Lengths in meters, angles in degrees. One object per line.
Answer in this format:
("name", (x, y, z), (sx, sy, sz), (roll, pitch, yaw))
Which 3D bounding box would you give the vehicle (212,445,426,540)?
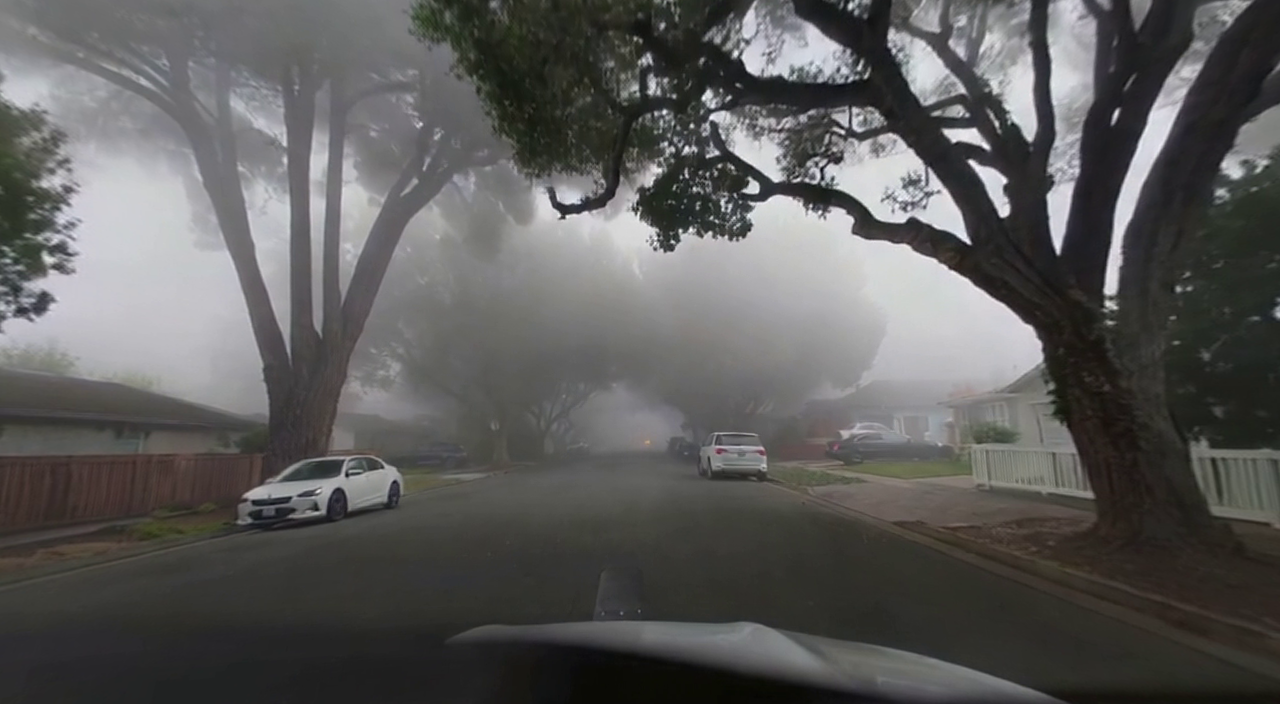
("vehicle", (-6.268, 2.732, 13.032), (2.099, 1.399, 4.357), (-4, -7, 1))

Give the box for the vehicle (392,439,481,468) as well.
("vehicle", (-12.847, 6.411, 40.045), (4.928, 1.797, 1.981), (0, -8, 2))

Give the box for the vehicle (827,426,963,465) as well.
("vehicle", (10.608, 3.955, 26.736), (5.041, 1.486, 1.969), (-3, -9, 14))

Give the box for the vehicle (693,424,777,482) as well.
("vehicle", (3.316, 3.656, 23.243), (2.241, 1.875, 5.059), (0, -8, -1))
